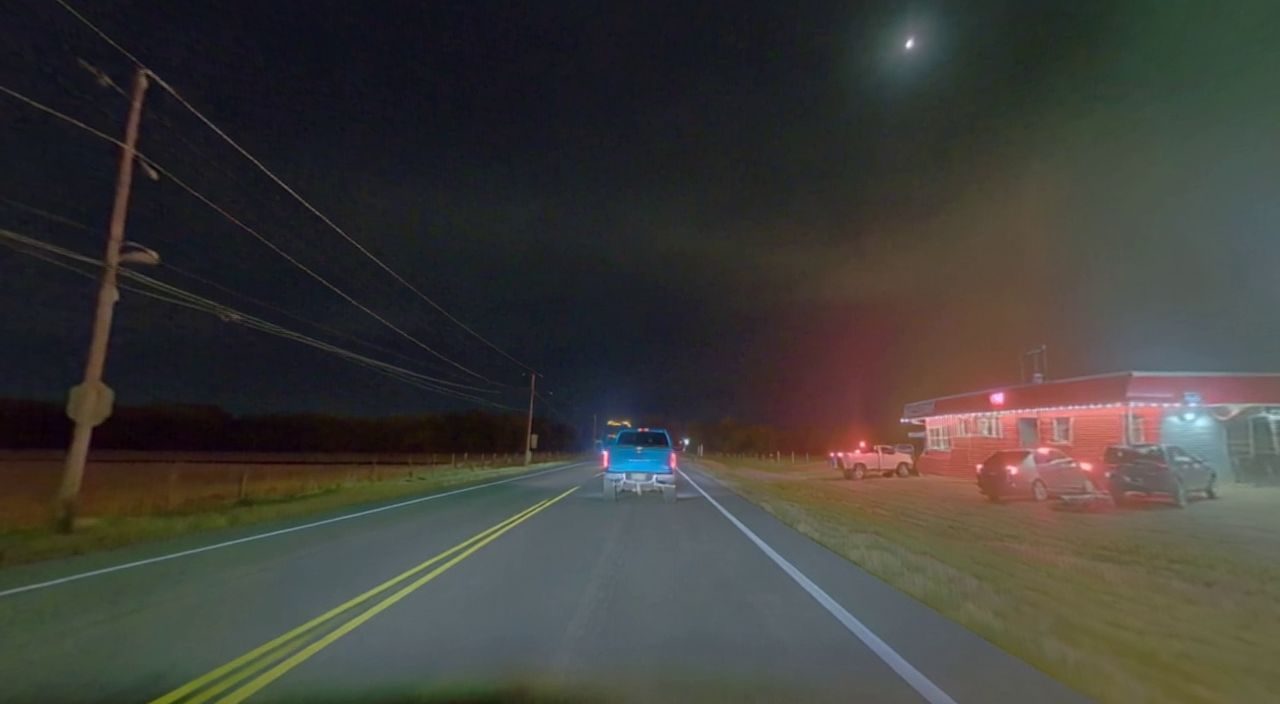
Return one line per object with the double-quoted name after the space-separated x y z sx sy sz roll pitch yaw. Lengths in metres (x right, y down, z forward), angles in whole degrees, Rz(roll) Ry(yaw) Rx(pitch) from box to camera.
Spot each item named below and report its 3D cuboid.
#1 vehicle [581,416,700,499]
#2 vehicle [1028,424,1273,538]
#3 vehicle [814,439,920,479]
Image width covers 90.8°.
0.056 3.145 19.326 2.921 2.031 7.416 0 -8 1 "vehicle"
11.262 2.646 13.809 5.776 1.936 2.535 6 -8 -34 "vehicle"
11.098 5.164 30.761 5.304 1.754 2.340 6 -11 -38 "vehicle"
